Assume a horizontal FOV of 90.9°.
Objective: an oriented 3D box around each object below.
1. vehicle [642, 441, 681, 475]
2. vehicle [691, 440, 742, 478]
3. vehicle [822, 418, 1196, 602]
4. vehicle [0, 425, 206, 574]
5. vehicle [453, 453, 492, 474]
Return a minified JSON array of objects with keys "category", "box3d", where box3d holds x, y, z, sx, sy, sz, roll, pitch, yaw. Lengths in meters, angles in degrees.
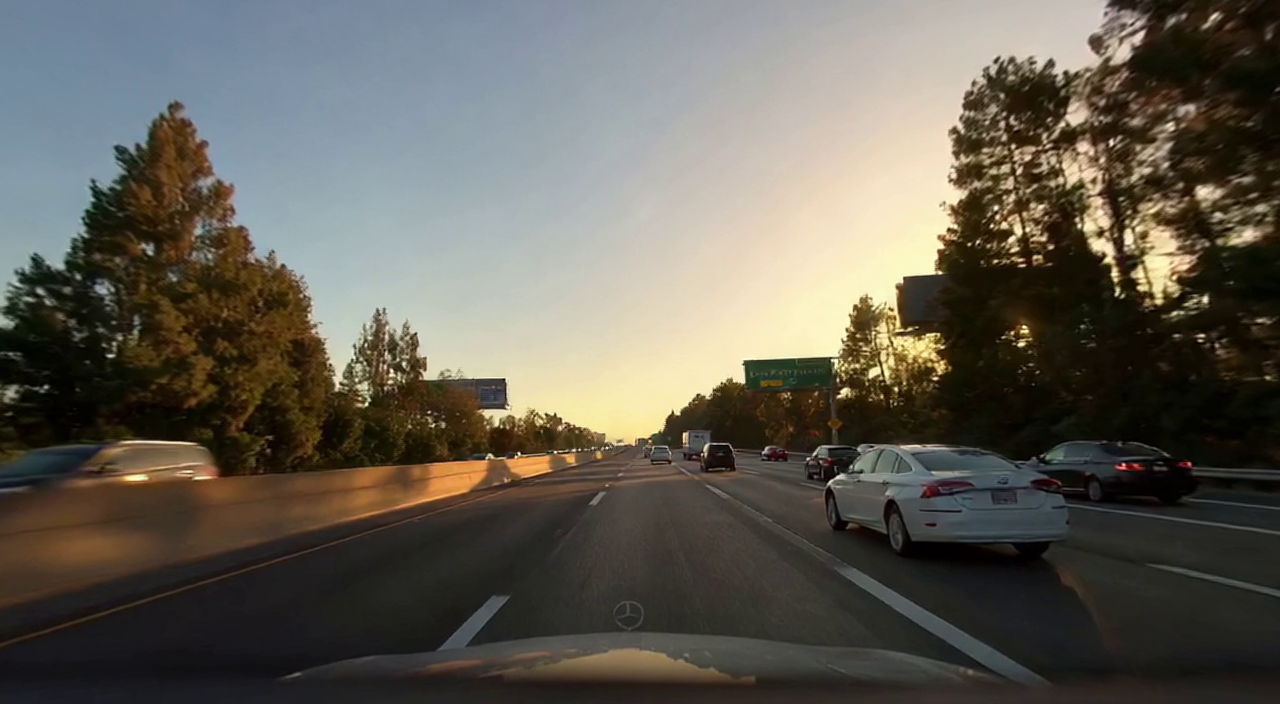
[{"category":"vehicle","box3d":[1.181,6.080,36.444,2.145,1.832,4.004,0,-8,0]},{"category":"vehicle","box3d":[3.972,5.607,33.513,2.075,1.845,4.667,0,-8,-1]},{"category":"vehicle","box3d":[3.930,1.728,7.867,1.989,1.609,4.355,0,-8,0]},{"category":"vehicle","box3d":[-9.918,2.270,10.266,2.277,2.018,4.739,-1,-8,0]},{"category":"vehicle","box3d":[-13.145,8.763,49.783,1.843,1.461,4.292,-1,-8,1]}]
